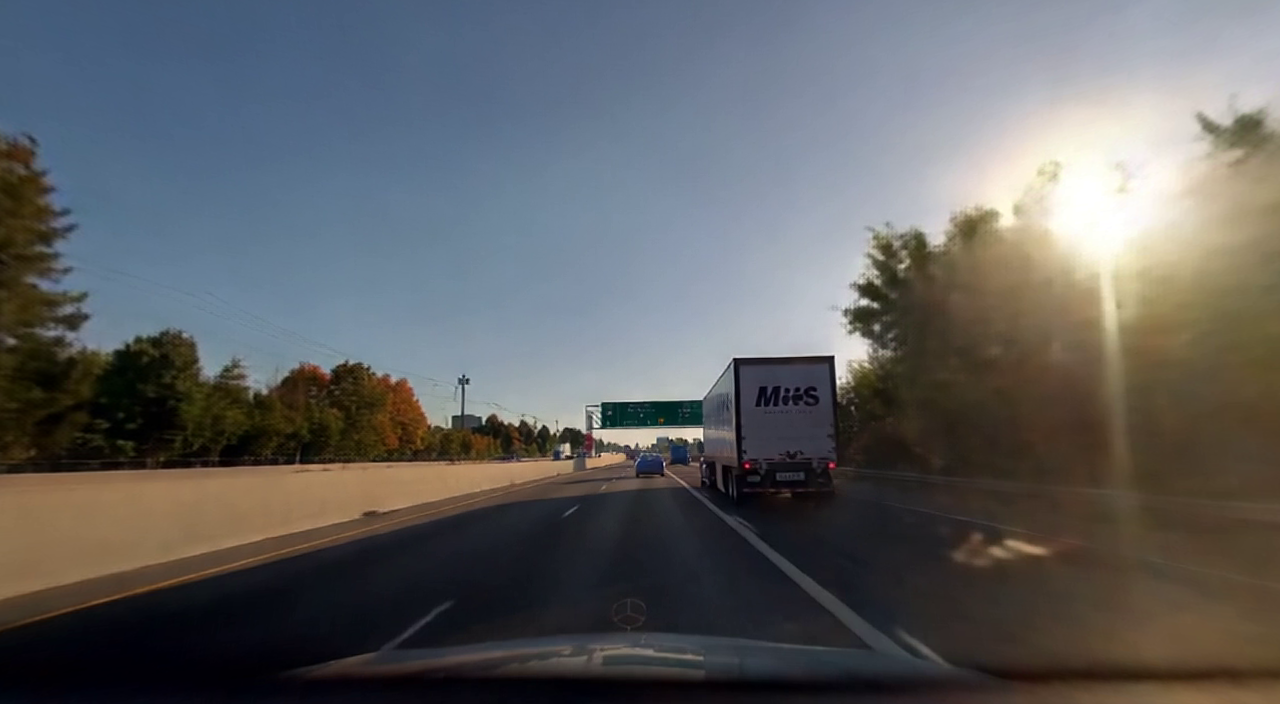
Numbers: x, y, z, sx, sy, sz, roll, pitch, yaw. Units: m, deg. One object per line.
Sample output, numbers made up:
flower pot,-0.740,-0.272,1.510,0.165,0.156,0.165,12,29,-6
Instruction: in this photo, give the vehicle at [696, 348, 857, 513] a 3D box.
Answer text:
vehicle,3.995,3.015,22.812,3.002,4.104,14.174,0,-9,1

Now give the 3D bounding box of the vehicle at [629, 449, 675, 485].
vehicle,0.583,5.552,30.726,2.121,1.642,3.828,0,-9,1
